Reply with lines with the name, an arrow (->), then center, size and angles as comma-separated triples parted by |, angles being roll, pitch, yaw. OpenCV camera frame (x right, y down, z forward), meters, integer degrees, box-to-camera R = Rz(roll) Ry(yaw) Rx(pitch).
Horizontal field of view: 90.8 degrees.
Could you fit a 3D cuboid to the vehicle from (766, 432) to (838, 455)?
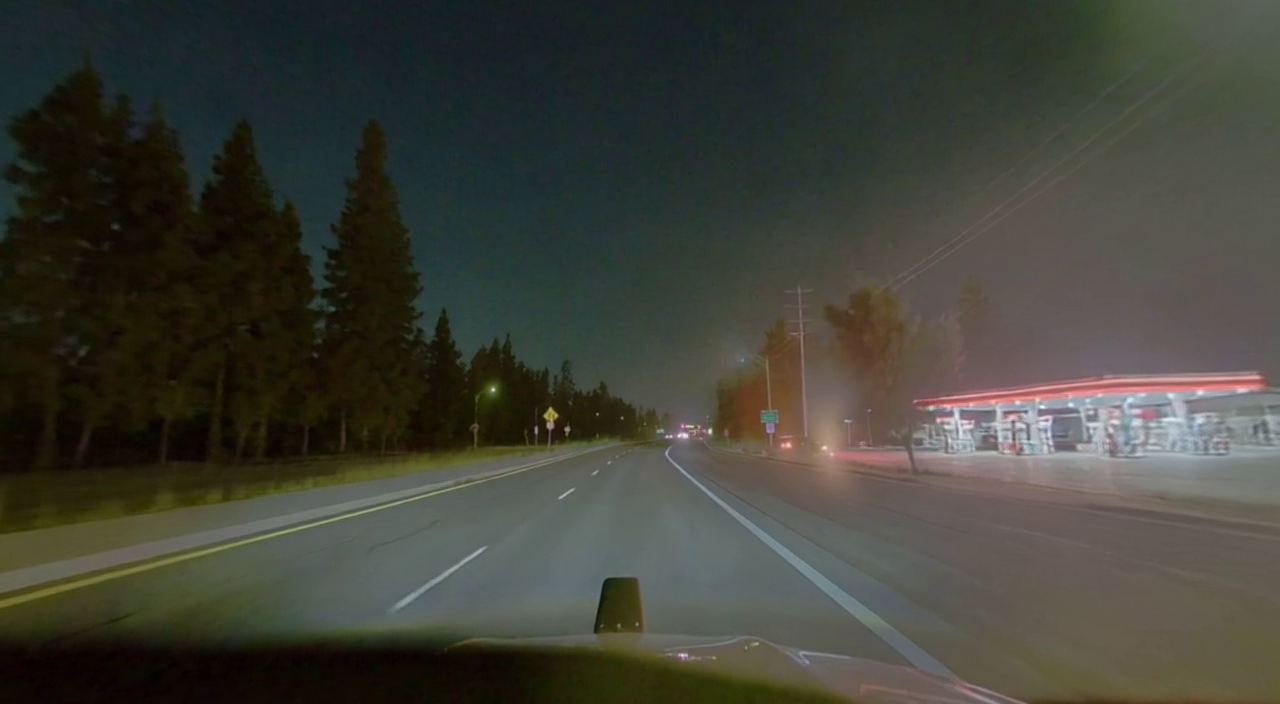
vehicle -> 11.376, 6.457, 44.556 | 4.476, 1.629, 1.953 | 0, -8, -2
